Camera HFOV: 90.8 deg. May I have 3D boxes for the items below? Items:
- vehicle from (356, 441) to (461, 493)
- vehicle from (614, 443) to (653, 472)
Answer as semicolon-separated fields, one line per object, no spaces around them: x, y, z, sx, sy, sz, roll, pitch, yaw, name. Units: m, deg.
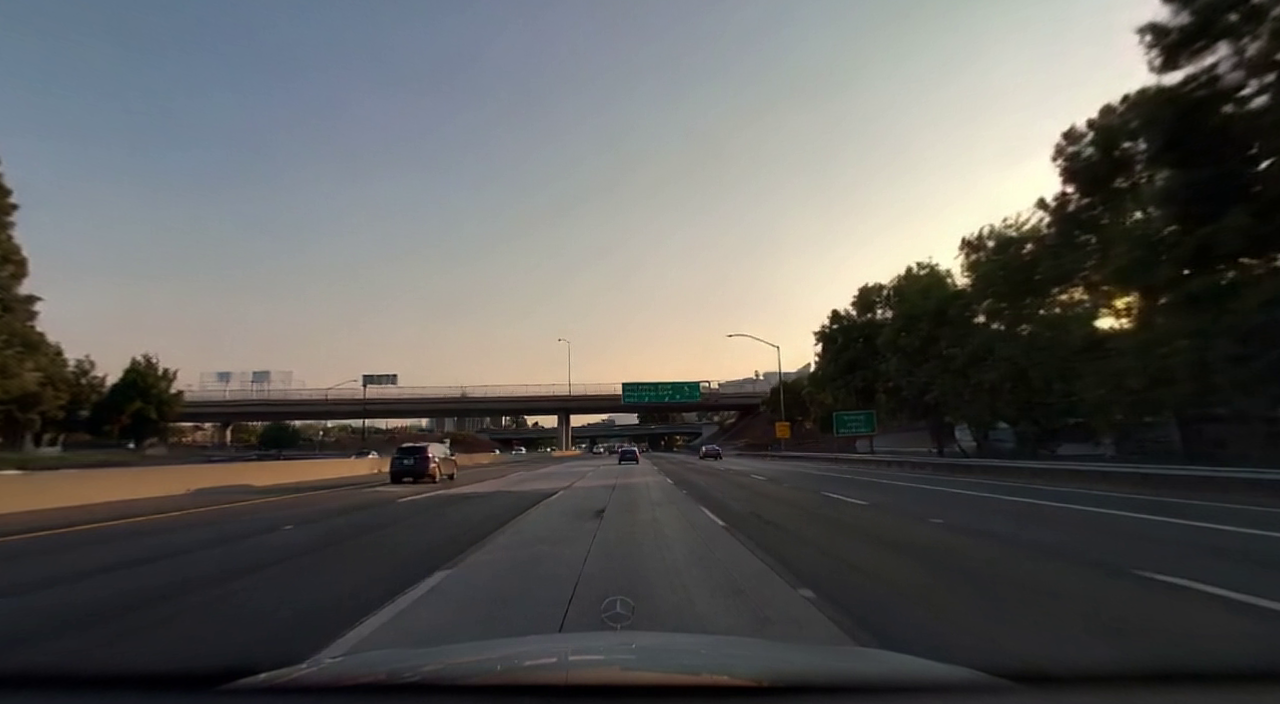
-7.611;3.798;21.278;1.957;1.554;4.350;0;-8;-1;vehicle
-0.425;5.728;34.540;2.012;1.471;4.059;0;-8;-2;vehicle
